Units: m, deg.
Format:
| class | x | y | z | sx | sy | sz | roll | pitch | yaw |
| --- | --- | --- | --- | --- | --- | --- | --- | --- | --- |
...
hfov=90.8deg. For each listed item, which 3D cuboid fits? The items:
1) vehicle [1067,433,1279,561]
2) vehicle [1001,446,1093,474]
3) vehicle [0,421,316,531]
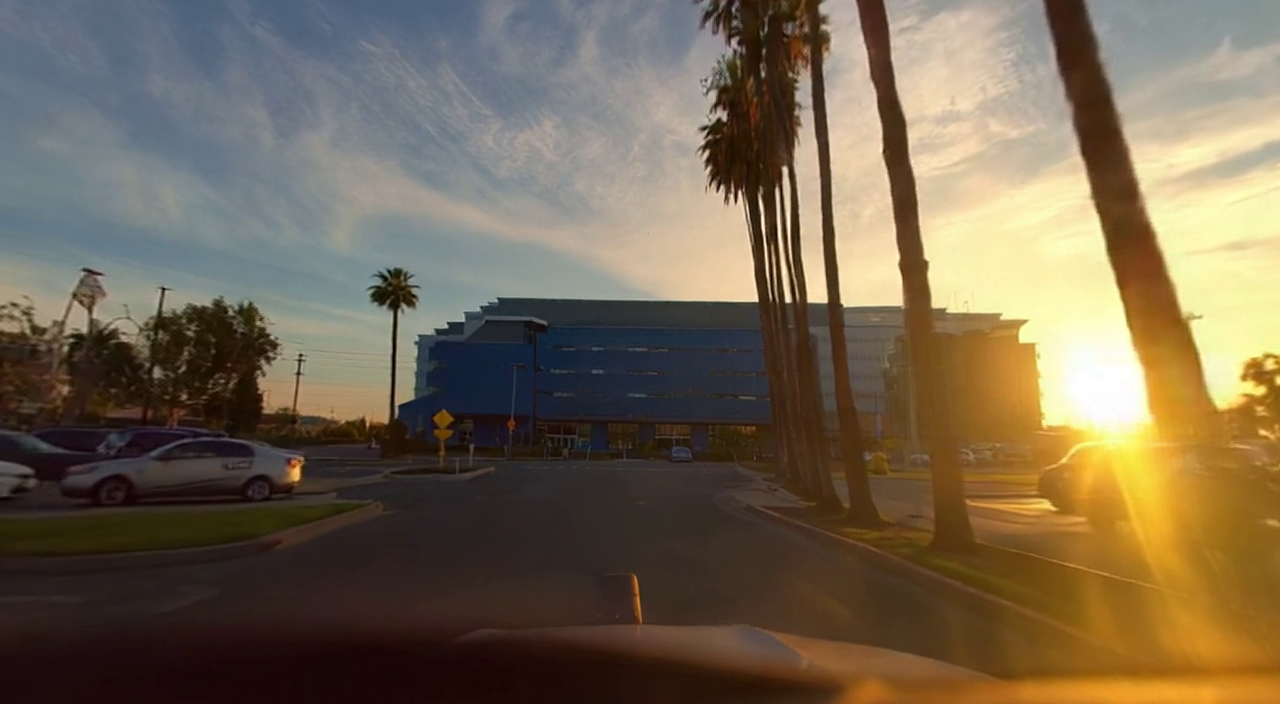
| class | x | y | z | sx | sy | sz | roll | pitch | yaw |
| --- | --- | --- | --- | --- | --- | --- | --- | --- | --- |
| vehicle | 9.359 | 2.184 | 10.256 | 4.651 | 1.610 | 2.157 | 6 | -10 | -31 |
| vehicle | 27.908 | 7.390 | 43.430 | 4.839 | 1.845 | 2.037 | 0 | -8 | -1 |
| vehicle | -8.402 | 2.021 | 10.963 | 2.086 | 1.434 | 4.809 | -3 | -9 | 18 |
